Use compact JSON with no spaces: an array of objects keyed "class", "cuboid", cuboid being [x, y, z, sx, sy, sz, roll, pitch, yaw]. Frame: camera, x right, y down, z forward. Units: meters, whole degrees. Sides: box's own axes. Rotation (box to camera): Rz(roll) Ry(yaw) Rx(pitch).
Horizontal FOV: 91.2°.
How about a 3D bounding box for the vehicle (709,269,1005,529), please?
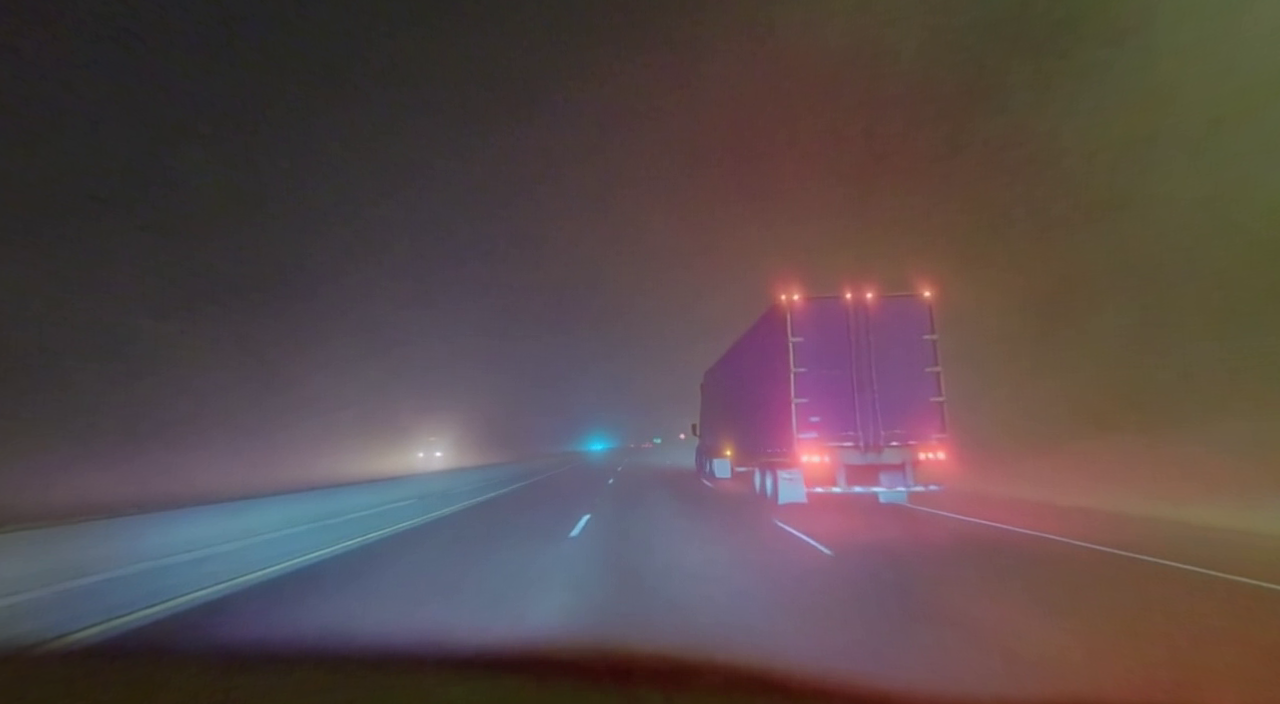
[{"class":"vehicle","cuboid":[4.119,1.736,16.974,2.933,4.100,14.317,0,-8,0]}]
